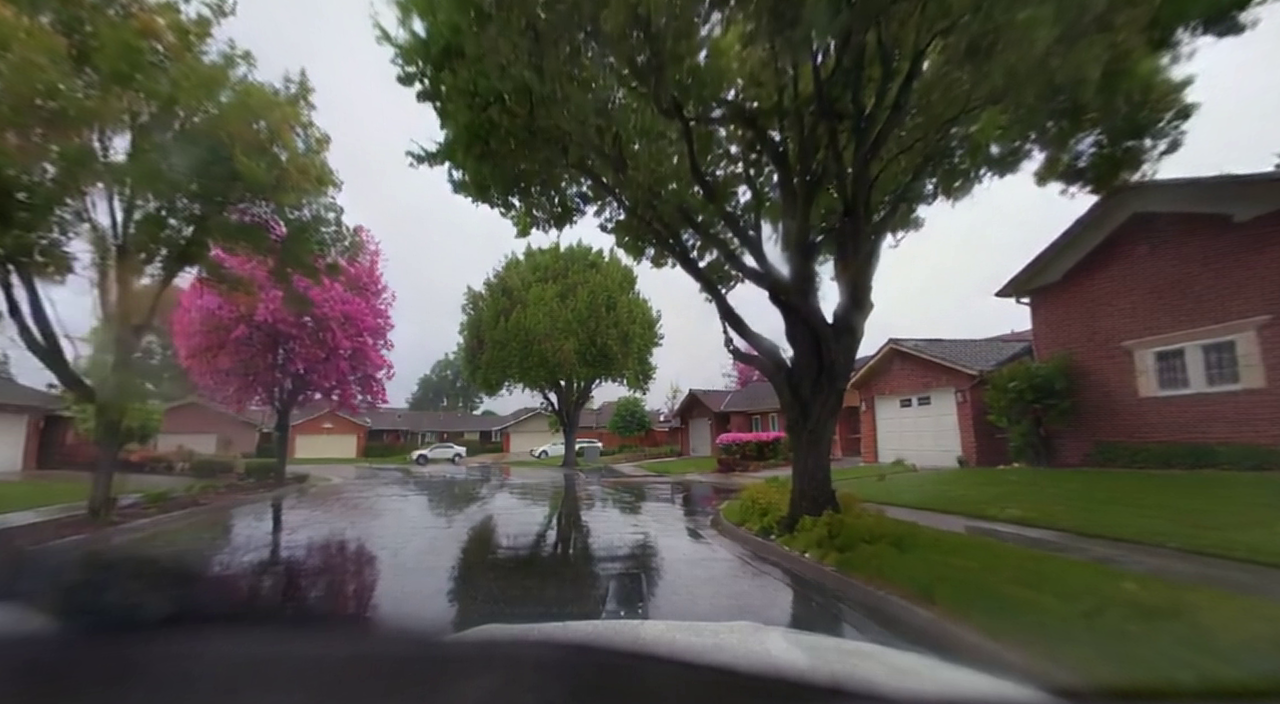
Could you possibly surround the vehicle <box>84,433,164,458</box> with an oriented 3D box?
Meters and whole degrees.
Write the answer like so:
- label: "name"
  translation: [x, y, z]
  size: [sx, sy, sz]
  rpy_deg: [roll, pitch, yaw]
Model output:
- label: "vehicle"
  translation: [-37.931, 6.873, 46.458]
  size: [4.237, 1.728, 2.203]
  rpy_deg: [-1, -9, 12]
